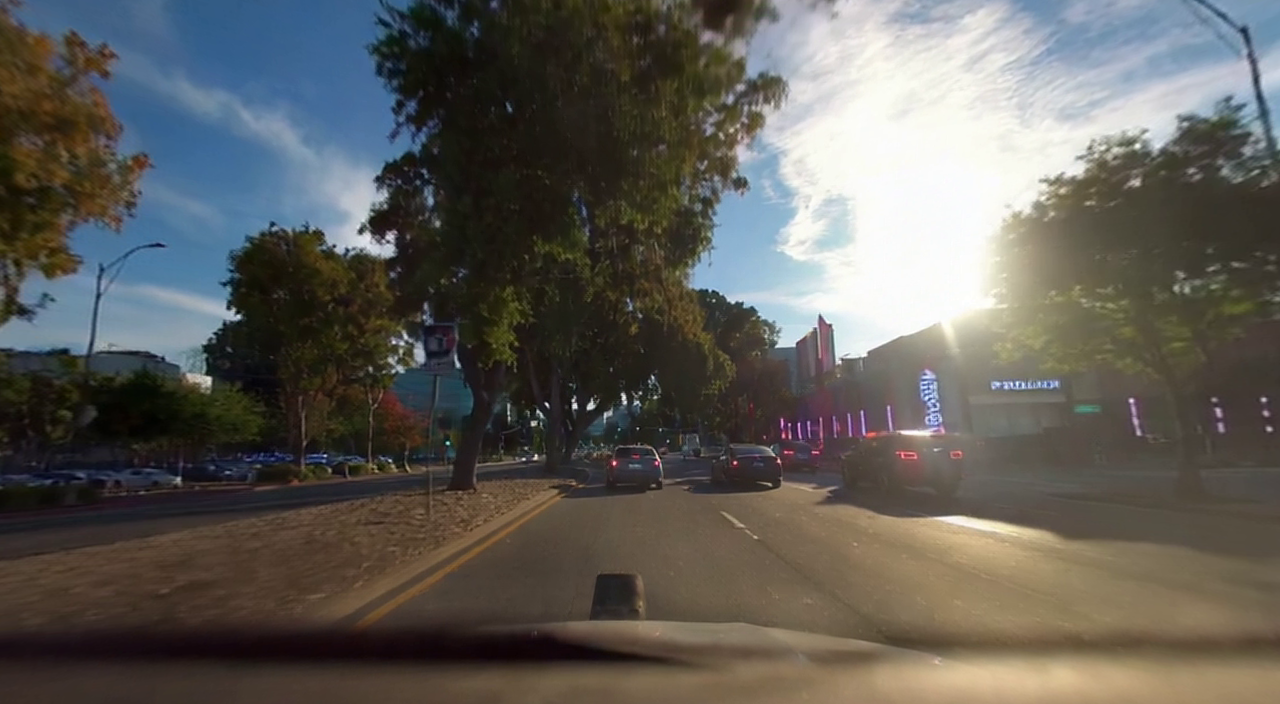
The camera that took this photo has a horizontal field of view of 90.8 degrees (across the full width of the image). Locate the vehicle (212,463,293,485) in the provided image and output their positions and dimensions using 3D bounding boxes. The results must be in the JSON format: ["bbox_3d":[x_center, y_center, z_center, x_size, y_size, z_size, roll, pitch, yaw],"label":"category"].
[{"bbox_3d":[-28.187,8.889,46.012,4.693,1.499,1.838,-1,-9,1],"label":"vehicle"}]

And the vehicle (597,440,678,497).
[{"bbox_3d":[-0.133,3.364,18.536,2.101,1.444,4.248,0,-9,-2],"label":"vehicle"}]

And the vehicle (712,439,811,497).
[{"bbox_3d":[3.438,3.385,18.768,1.993,1.477,4.240,0,-9,-1],"label":"vehicle"}]

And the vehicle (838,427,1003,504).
[{"bbox_3d":[7.116,2.948,16.763,2.052,1.708,4.842,0,-9,-1],"label":"vehicle"}]
